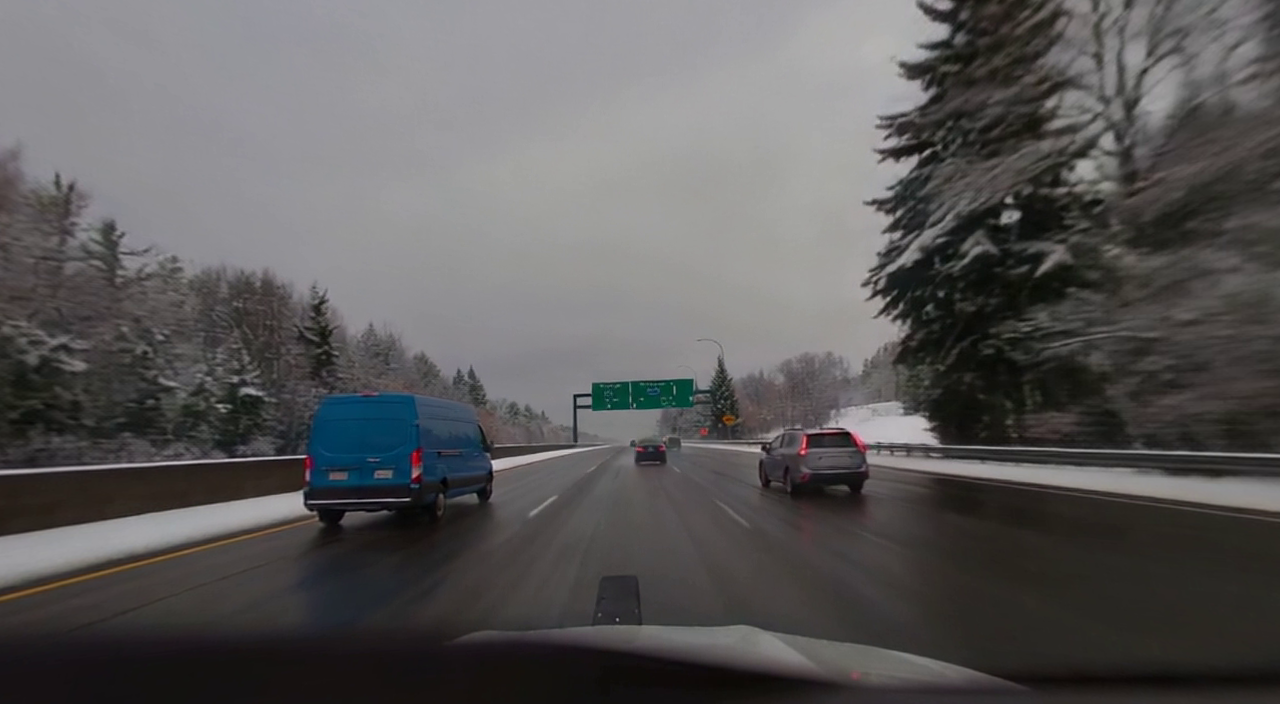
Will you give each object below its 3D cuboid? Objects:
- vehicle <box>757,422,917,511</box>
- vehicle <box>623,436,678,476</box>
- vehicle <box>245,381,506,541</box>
[{"bbox_3d":[4.085,2.426,14.015,1.996,1.638,4.496,0,-8,-1],"label":"vehicle"},{"bbox_3d":[0.385,4.130,25.348,2.020,1.464,3.803,0,-8,0],"label":"vehicle"},{"bbox_3d":[-3.966,1.745,10.758,2.275,2.053,5.082,0,-8,-1],"label":"vehicle"}]
